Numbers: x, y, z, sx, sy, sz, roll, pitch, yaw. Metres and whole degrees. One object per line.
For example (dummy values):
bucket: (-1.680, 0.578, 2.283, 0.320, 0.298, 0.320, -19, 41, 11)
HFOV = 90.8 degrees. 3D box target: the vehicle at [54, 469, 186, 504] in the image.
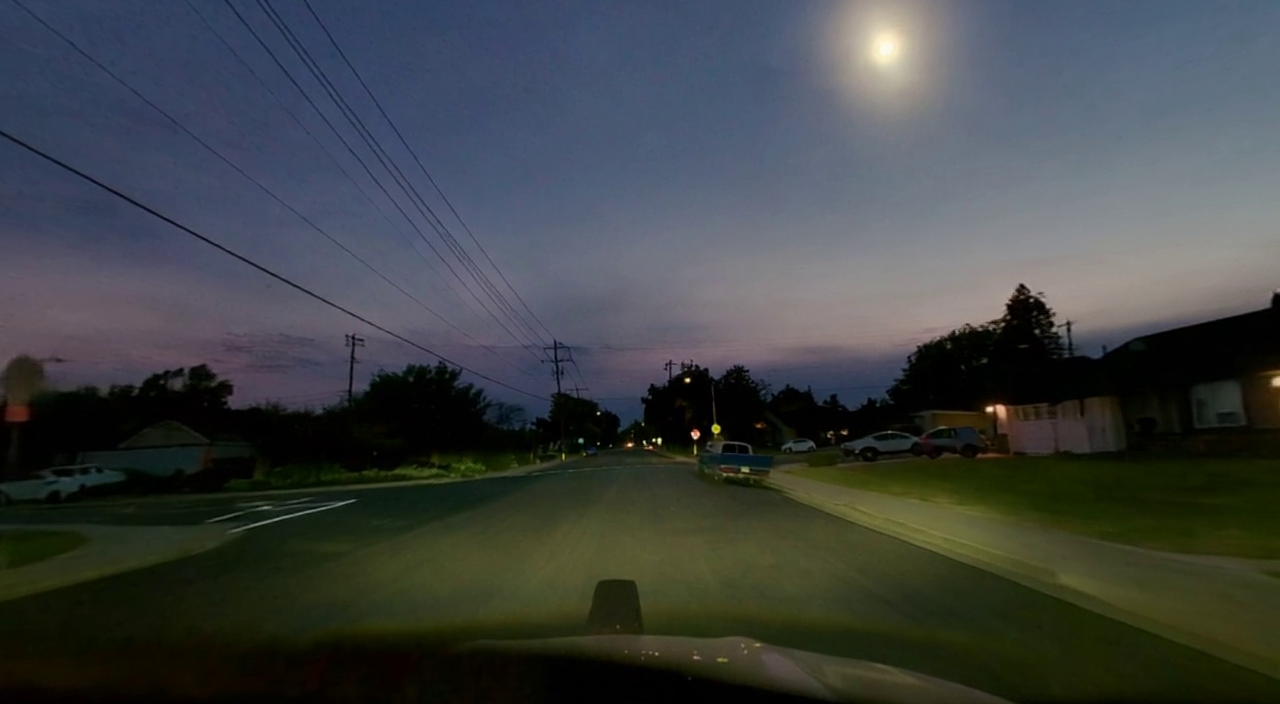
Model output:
vehicle: (-23.975, 6.197, 29.234, 4.479, 1.475, 1.842, 0, -8, 2)

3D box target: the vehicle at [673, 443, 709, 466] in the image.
vehicle: (3.477, 7.082, 43.920, 2.012, 1.531, 4.557, 0, -8, -1)

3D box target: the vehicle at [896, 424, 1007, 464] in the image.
vehicle: (15.243, 4.508, 31.085, 4.283, 1.660, 2.035, -3, -7, 0)

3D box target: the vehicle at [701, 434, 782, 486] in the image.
vehicle: (3.668, 4.012, 23.799, 2.134, 1.720, 4.515, 0, -8, -2)
